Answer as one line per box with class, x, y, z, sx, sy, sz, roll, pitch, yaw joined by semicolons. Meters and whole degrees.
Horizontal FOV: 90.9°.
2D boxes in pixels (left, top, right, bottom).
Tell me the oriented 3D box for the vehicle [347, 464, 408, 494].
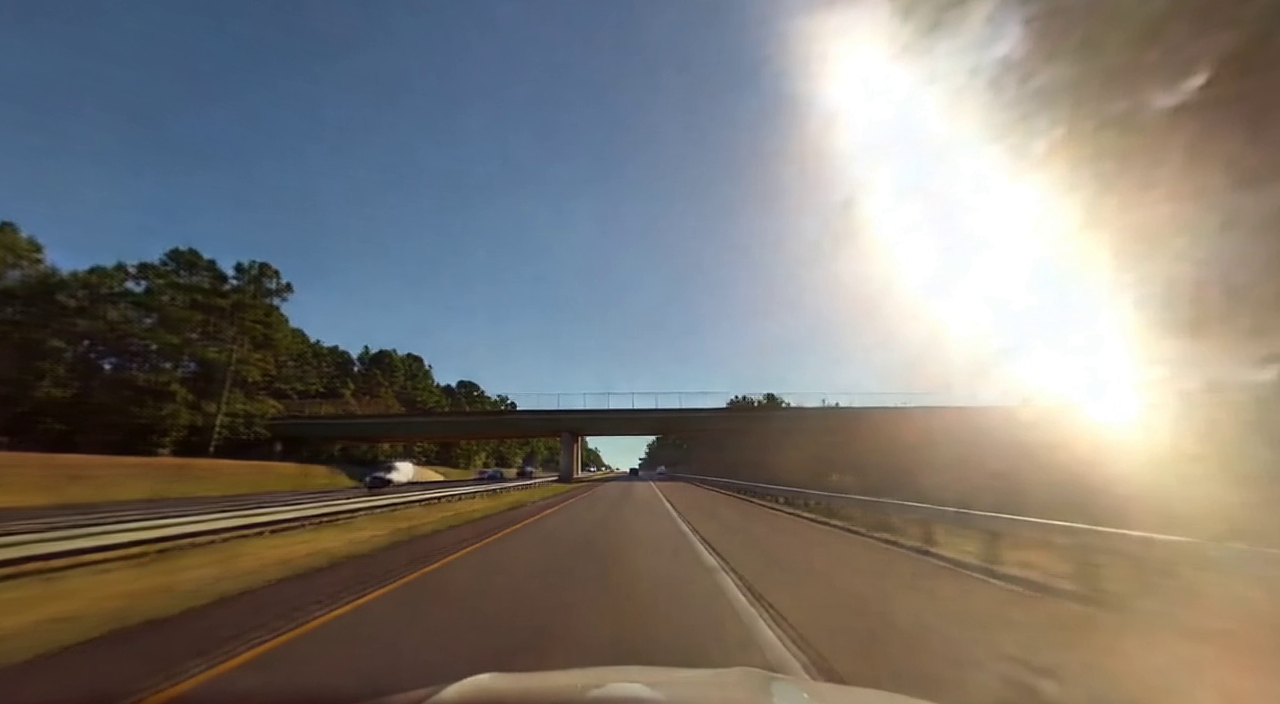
vehicle;-16.920;8.163;40.815;1.949;1.760;4.605;1;-10;0
